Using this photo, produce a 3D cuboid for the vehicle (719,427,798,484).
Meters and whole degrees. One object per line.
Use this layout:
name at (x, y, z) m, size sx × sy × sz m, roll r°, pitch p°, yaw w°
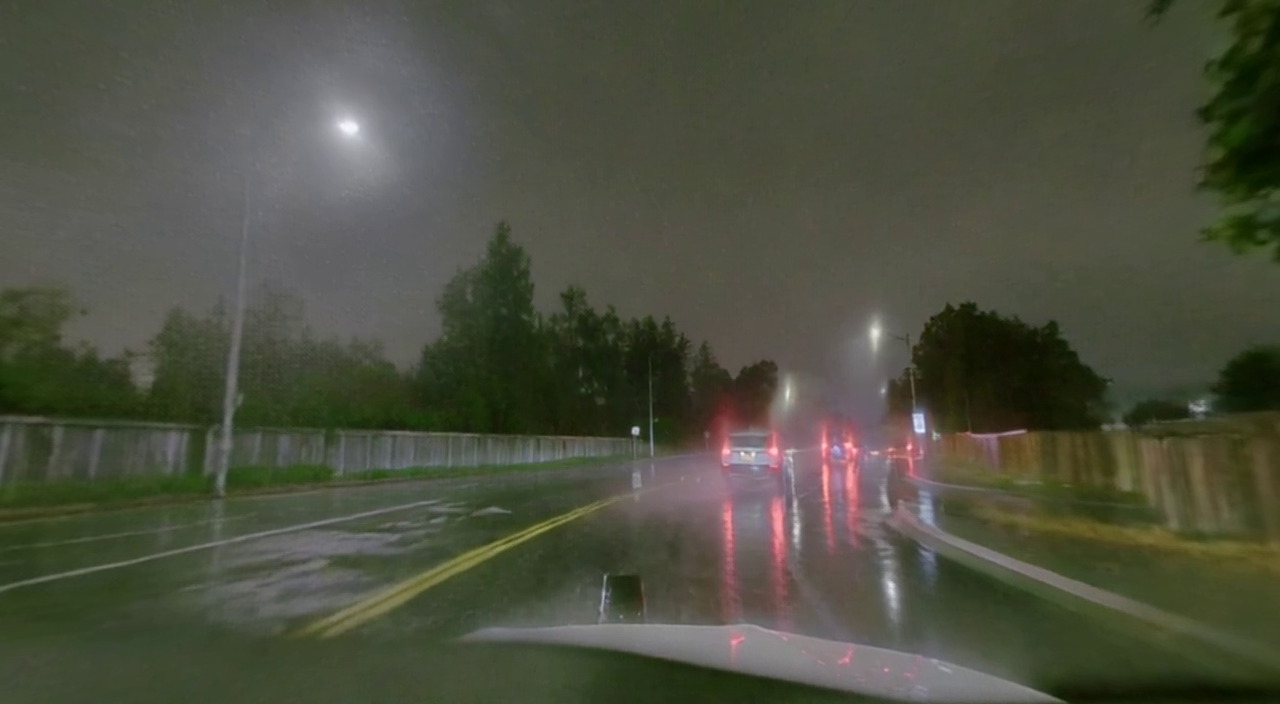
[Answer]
vehicle at (4.370, 3.660, 22.701) m, size 2.230 × 1.827 × 4.580 m, roll -2°, pitch -8°, yaw 17°
